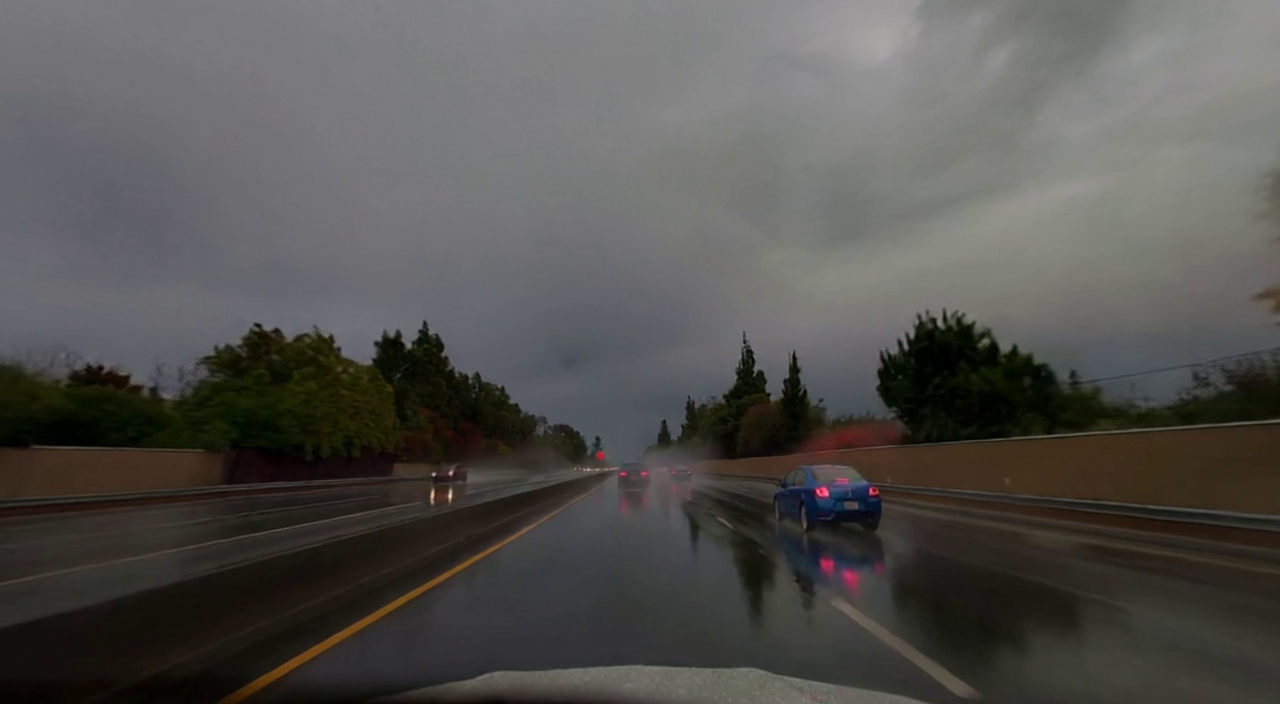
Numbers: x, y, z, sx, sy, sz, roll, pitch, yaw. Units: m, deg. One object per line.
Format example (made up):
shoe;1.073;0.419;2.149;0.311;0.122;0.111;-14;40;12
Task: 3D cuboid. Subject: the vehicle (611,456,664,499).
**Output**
vehicle;-0.092;5.189;26.210;2.037;1.605;3.833;1;-11;0

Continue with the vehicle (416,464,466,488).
vehicle;-12.967;8.123;41.329;1.966;1.486;3.941;1;-11;0

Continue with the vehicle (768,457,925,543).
vehicle;4.167;3.066;13.493;1.938;1.494;4.032;1;-11;-1
